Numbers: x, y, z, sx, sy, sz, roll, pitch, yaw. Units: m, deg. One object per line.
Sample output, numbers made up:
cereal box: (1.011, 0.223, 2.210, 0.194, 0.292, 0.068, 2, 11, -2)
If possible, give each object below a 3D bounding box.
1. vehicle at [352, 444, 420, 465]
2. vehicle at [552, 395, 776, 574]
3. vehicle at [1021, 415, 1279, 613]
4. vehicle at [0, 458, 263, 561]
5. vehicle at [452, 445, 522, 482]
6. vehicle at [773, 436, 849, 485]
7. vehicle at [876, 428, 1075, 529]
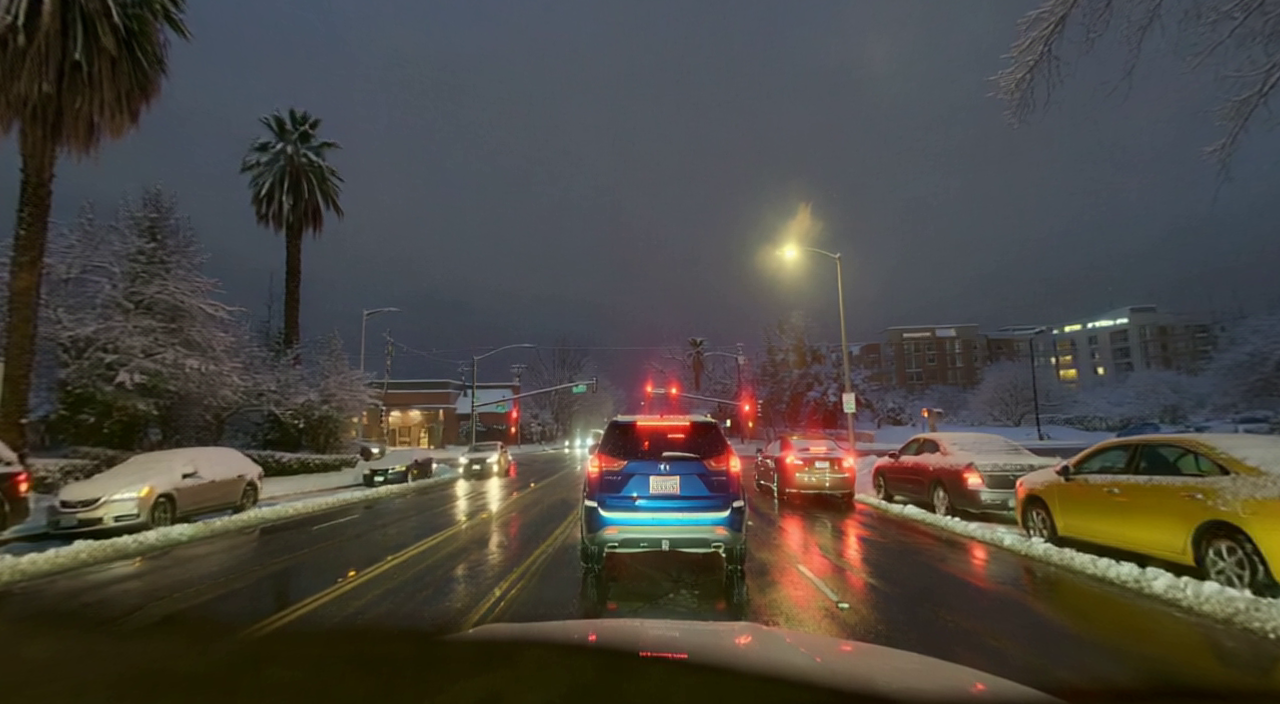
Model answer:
vehicle: (-18.719, 7.536, 46.660, 1.759, 1.457, 4.297, -7, -11, 37)
vehicle: (0.263, 1.664, 8.624, 2.264, 1.798, 4.258, 0, -8, 1)
vehicle: (6.441, 1.602, 6.923, 1.935, 1.672, 4.139, 0, -8, 1)
vehicle: (-9.576, 2.813, 11.956, 2.054, 1.467, 4.595, -3, -9, 0)
vehicle: (-6.658, 4.877, 28.023, 1.928, 1.475, 4.645, 0, -8, 0)
vehicle: (6.570, 4.196, 24.766, 1.948, 1.729, 4.023, 0, -8, 2)
vehicle: (6.668, 2.532, 13.244, 1.930, 1.736, 4.329, -1, -8, 3)
